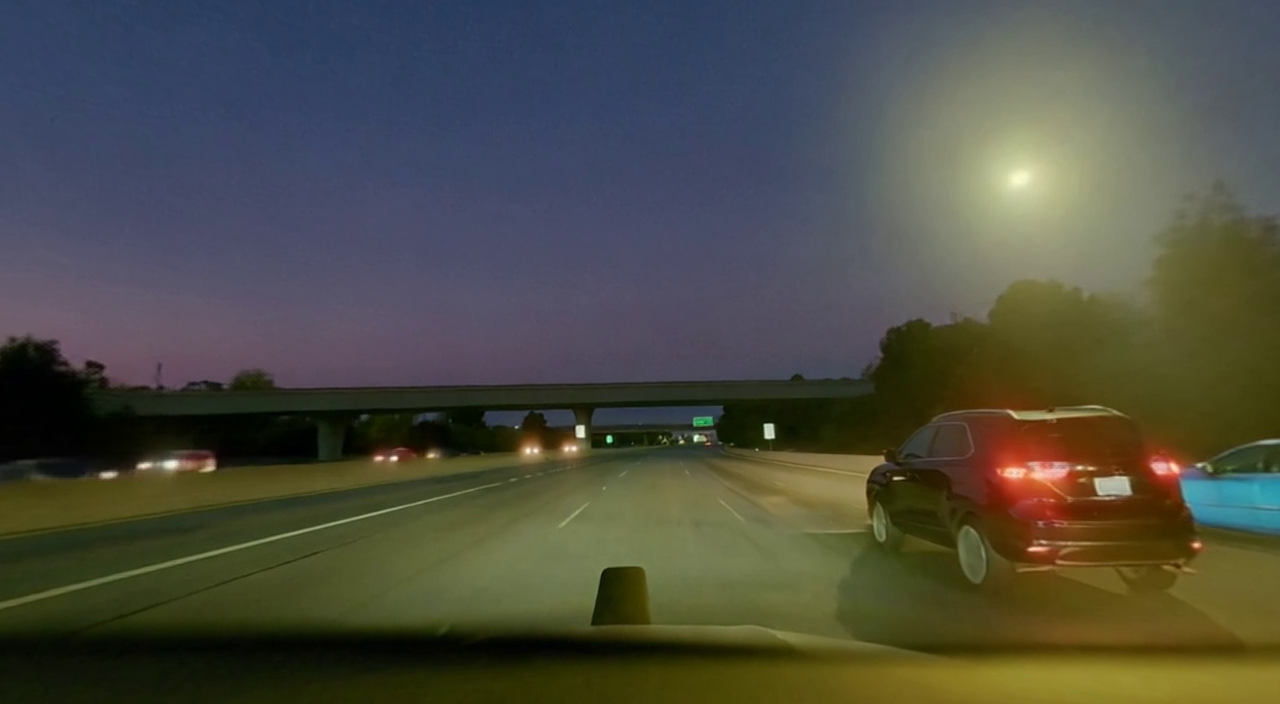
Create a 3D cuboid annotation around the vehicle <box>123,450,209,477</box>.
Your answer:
[{"bbox_3d":[-32.019,7.503,42.719,1.955,1.662,4.424,-2,-9,9],"label":"vehicle"}]

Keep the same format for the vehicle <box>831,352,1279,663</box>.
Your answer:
[{"bbox_3d":[3.491,1.195,5.864,2.019,1.732,4.579,0,-9,1],"label":"vehicle"}]

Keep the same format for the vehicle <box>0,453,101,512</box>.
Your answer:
[{"bbox_3d":[-17.534,3.521,17.145,1.806,1.484,4.367,0,-9,1],"label":"vehicle"}]
